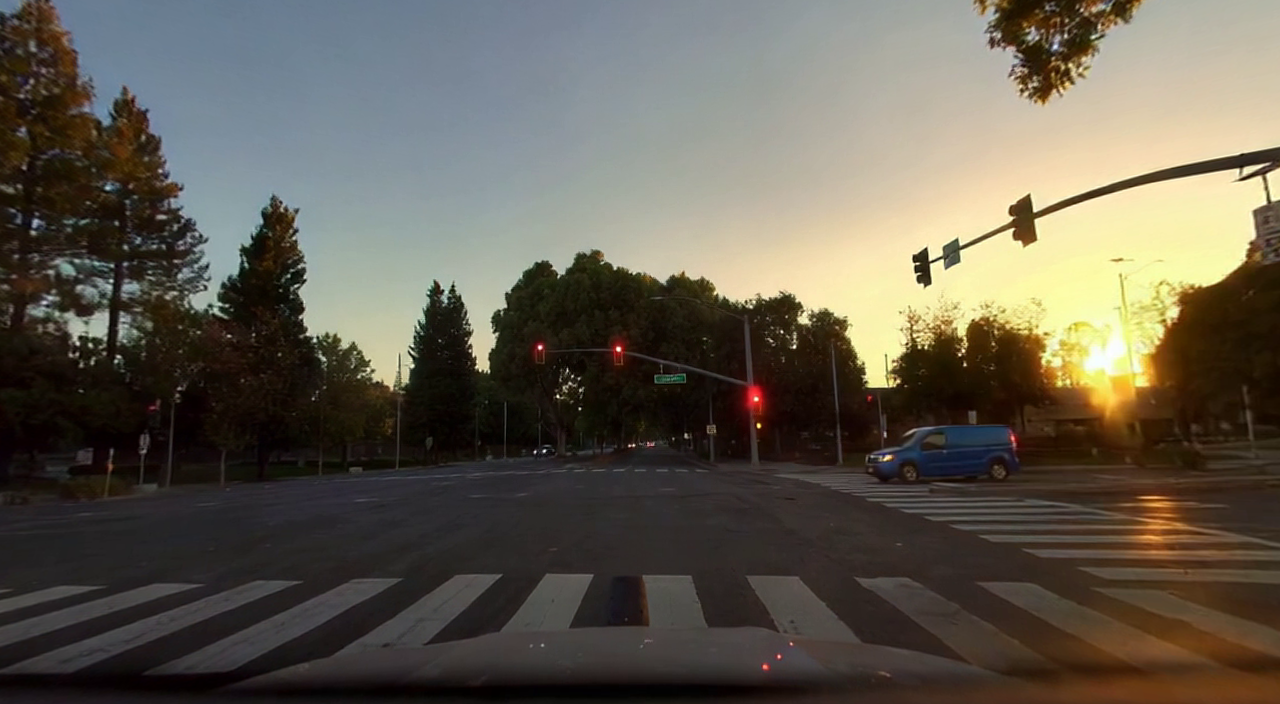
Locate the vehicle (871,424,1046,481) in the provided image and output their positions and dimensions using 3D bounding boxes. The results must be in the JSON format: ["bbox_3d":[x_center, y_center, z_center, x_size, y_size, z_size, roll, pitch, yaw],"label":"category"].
[{"bbox_3d":[10.545,3.359,21.178,4.790,1.798,1.909,0,-8,0],"label":"vehicle"}]
